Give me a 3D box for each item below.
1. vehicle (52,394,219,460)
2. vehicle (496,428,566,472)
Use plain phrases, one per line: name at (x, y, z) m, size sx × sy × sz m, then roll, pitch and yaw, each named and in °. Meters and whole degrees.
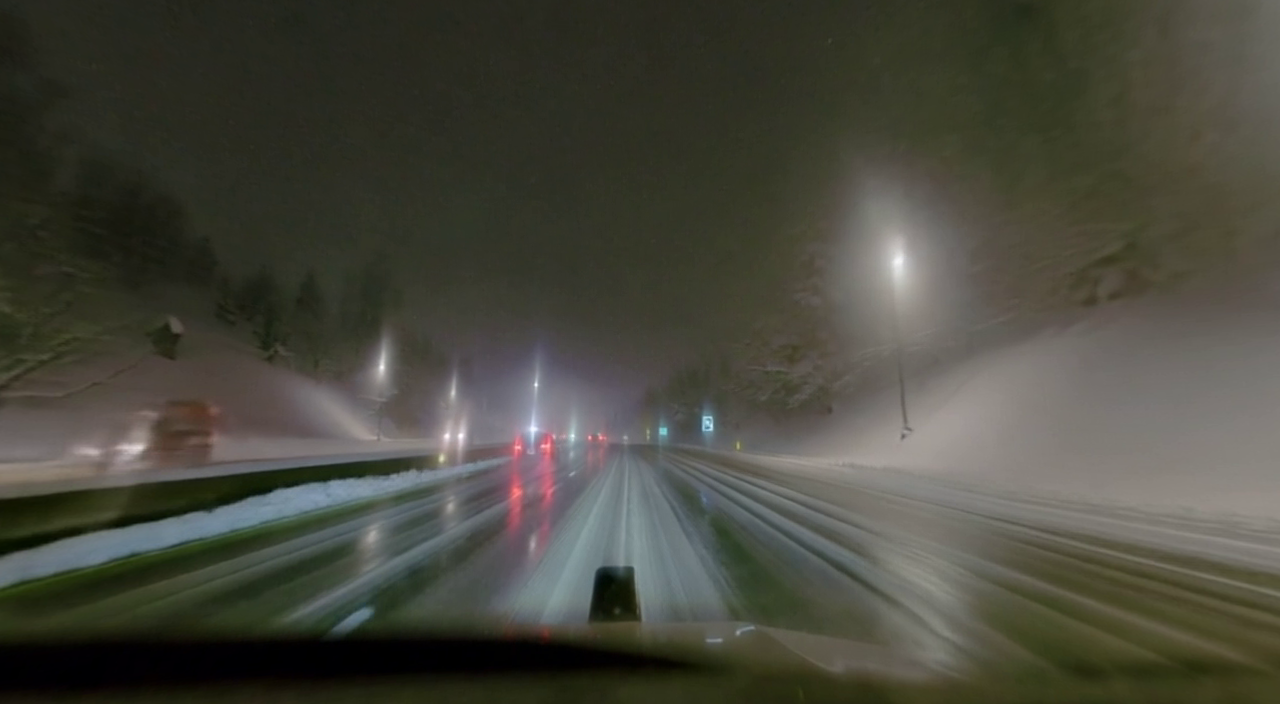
vehicle at (-24.087, 3.689, 30.685) m, size 2.554 × 2.856 × 6.856 m, roll 0°, pitch -8°, yaw -2°
vehicle at (-4.223, 3.859, 25.087) m, size 2.062 × 1.591 × 4.156 m, roll 0°, pitch -8°, yaw 0°
